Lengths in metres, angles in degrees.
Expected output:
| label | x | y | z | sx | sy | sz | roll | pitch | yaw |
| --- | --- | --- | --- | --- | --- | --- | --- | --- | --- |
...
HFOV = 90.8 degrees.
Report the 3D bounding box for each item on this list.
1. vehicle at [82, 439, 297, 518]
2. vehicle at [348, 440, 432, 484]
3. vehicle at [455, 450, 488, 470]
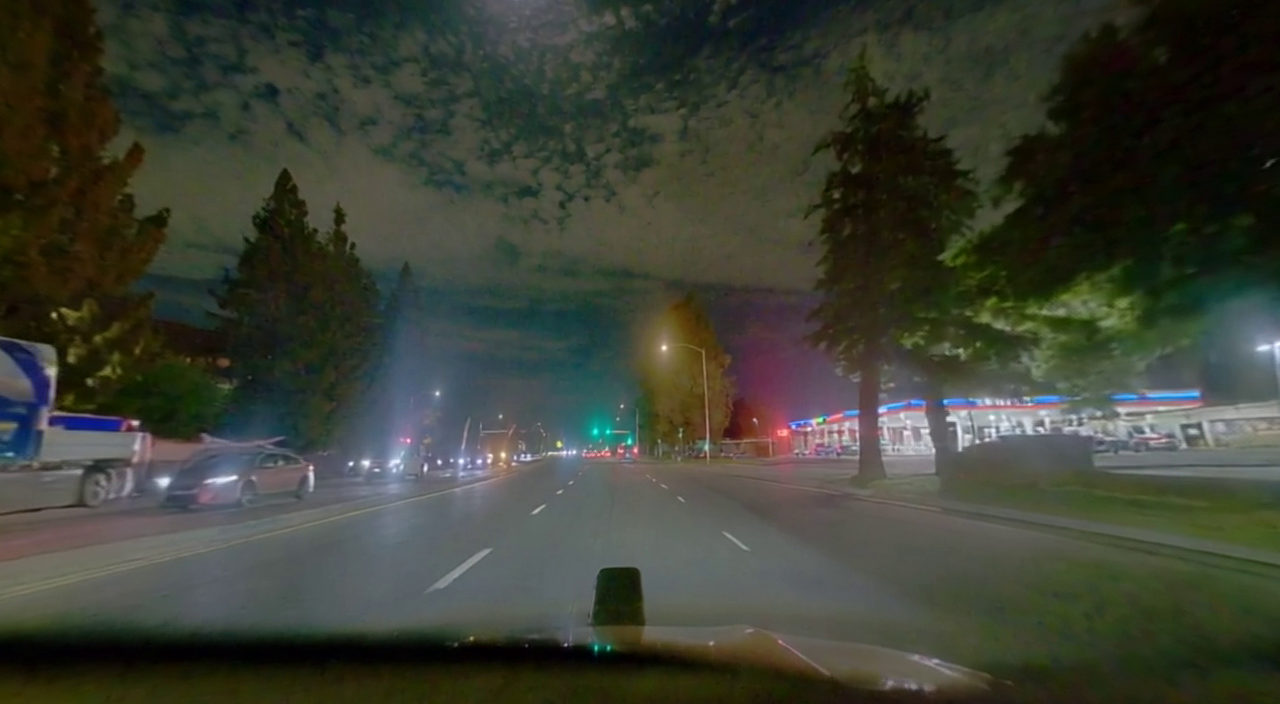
| label | x | y | z | sx | sy | sz | roll | pitch | yaw |
| --- | --- | --- | --- | --- | --- | --- | --- | --- | --- |
| vehicle | -11.252 | 3.154 | 16.353 | 2.134 | 1.705 | 4.710 | 0 | -9 | -1 |
| vehicle | -11.953 | 5.271 | 30.638 | 2.206 | 1.922 | 4.968 | -1 | -9 | -2 |
| vehicle | -13.138 | 8.415 | 49.438 | 1.771 | 1.508 | 3.453 | 0 | -9 | -4 |
